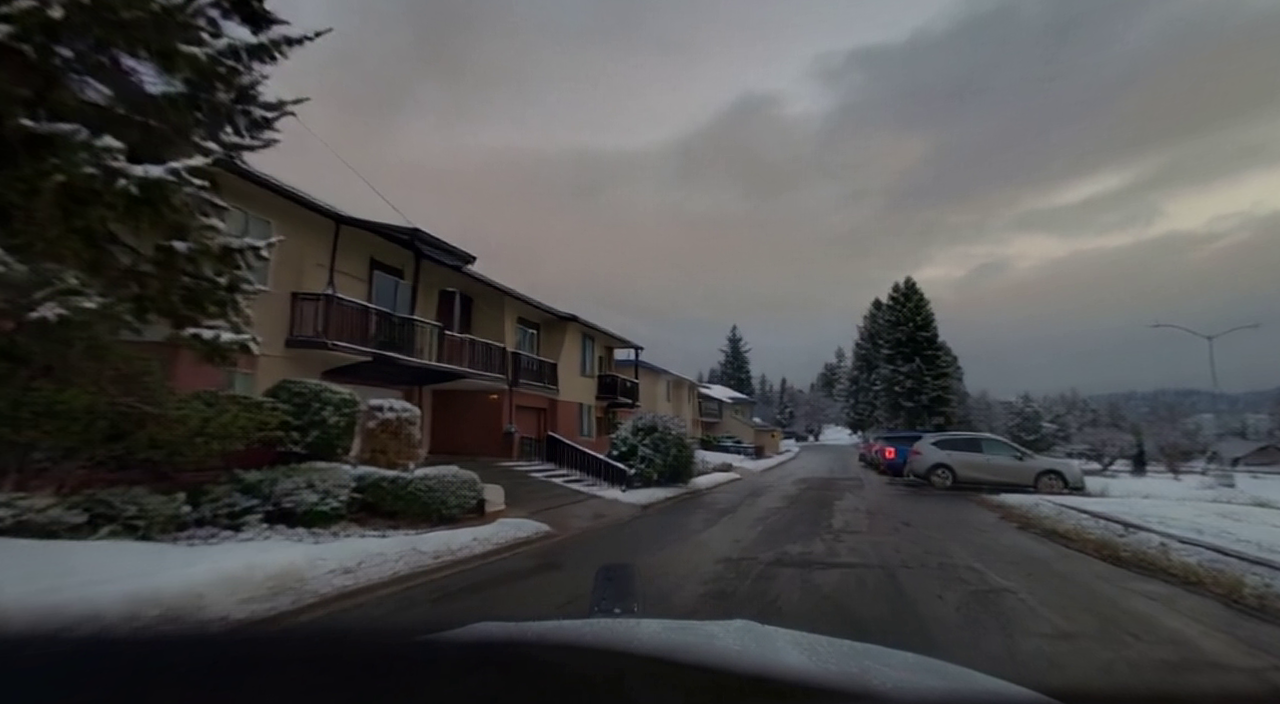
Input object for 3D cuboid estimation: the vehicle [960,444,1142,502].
[{"bbox_3d":[11.836,3.518,18.600,4.195,1.446,1.979,-3,-11,25],"label":"vehicle"}]
